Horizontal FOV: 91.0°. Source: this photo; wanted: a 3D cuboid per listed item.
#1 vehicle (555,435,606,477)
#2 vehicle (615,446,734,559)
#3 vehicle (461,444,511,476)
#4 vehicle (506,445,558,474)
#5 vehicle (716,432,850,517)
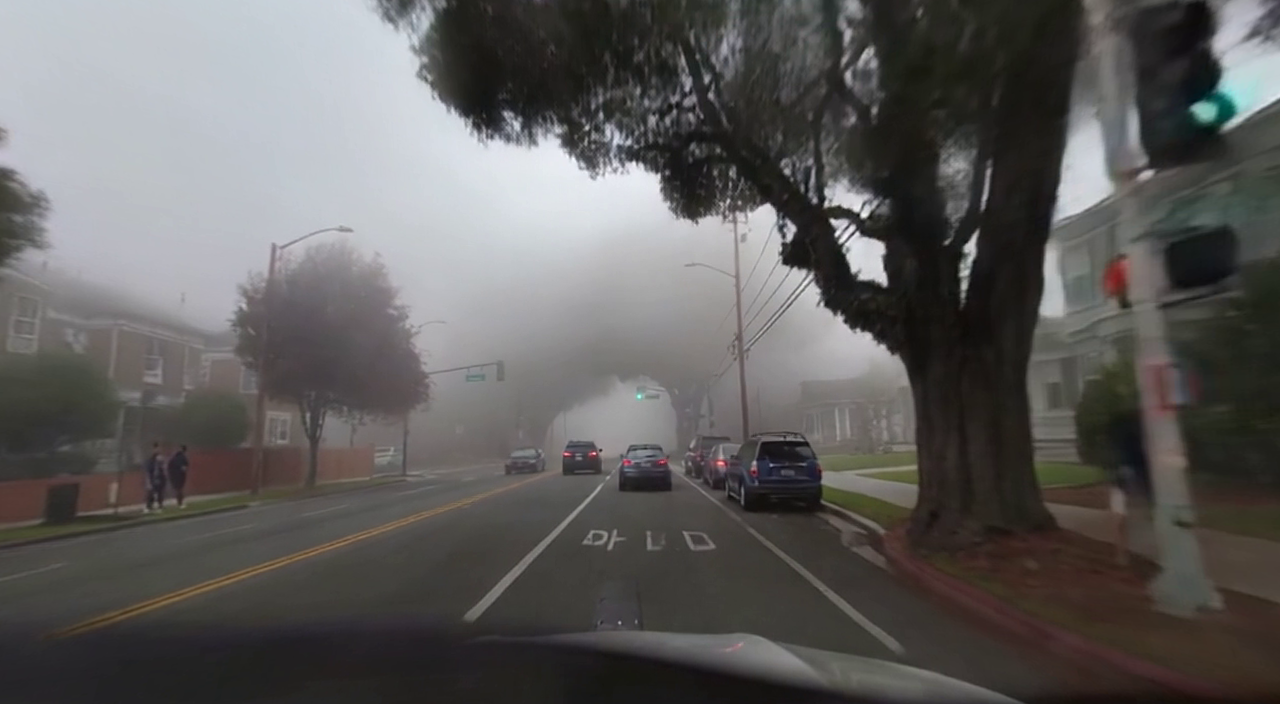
[{"bbox_3d":[-2.750,4.931,30.032,1.983,1.841,4.013,0,-8,1],"label":"vehicle"},{"bbox_3d":[0.383,2.151,9.611,1.485,1.385,3.283,1,-9,-2],"label":"vehicle"},{"bbox_3d":[-9.060,6.363,37.370,1.850,1.720,4.237,-1,-8,0],"label":"vehicle"},{"bbox_3d":[-5.971,5.982,35.315,2.055,1.521,4.639,0,-9,1],"label":"vehicle"},{"bbox_3d":[2.984,2.642,14.096,1.905,1.589,4.028,0,-8,-3],"label":"vehicle"}]
